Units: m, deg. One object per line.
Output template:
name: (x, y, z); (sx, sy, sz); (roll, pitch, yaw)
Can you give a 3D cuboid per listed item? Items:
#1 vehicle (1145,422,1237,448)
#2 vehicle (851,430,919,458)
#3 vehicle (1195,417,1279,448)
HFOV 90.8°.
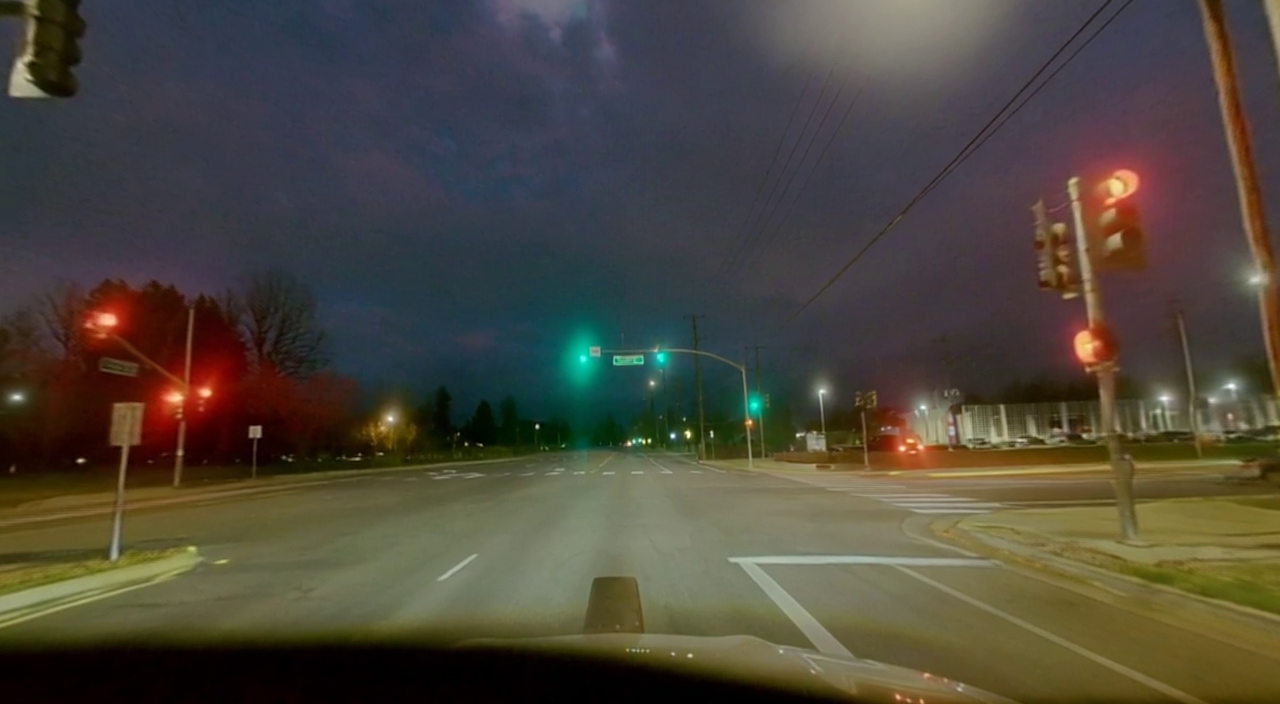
vehicle: (34.118, 5.189, 39.283); (1.832, 1.521, 4.266); (0, -9, 0)
vehicle: (14.977, 5.697, 38.911); (1.959, 1.471, 4.570); (-4, -8, -4)
vehicle: (37.115, 4.955, 38.693); (1.916, 1.619, 4.524); (-4, -9, -3)
